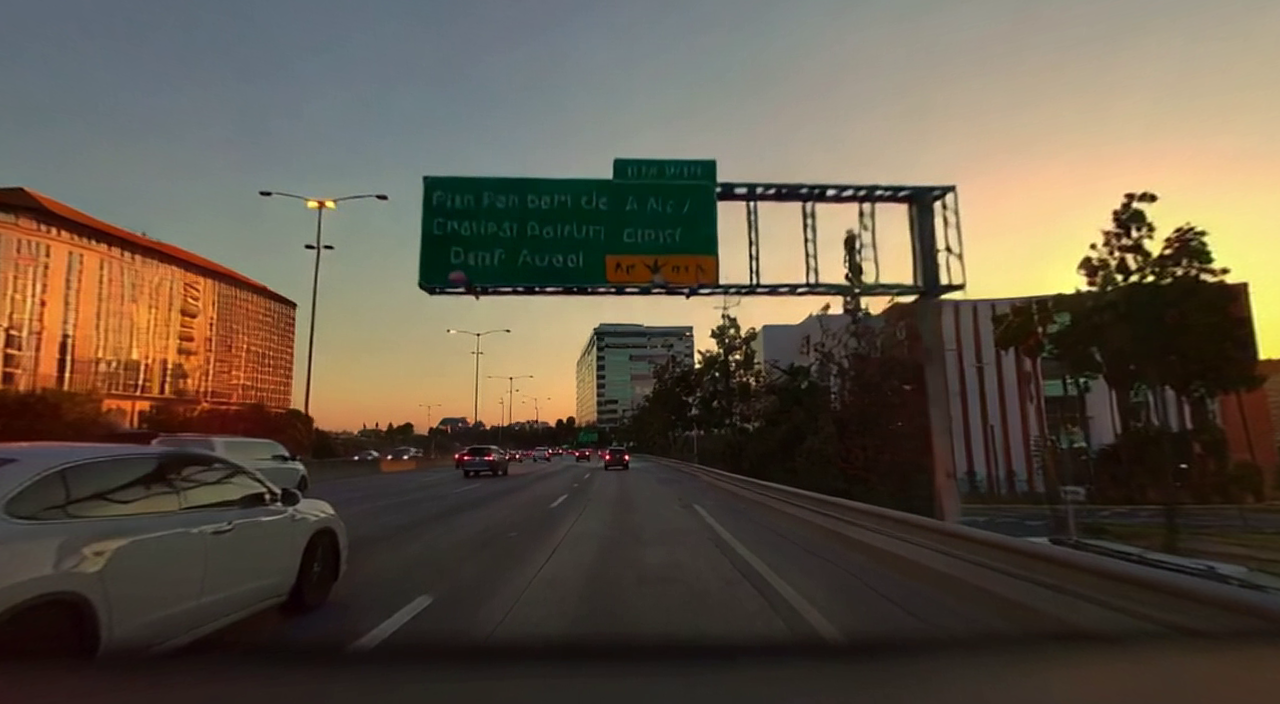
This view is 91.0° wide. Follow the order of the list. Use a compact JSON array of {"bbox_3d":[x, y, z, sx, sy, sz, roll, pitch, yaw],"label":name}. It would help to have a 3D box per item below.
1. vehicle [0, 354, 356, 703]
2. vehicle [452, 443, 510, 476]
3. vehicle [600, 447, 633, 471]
[{"bbox_3d":[-3.581,0.982,3.212,2.036,1.717,4.592,0,-9,1],"label":"vehicle"},{"bbox_3d":[-8.634,5.848,34.555,2.065,1.689,4.399,0,-9,-1],"label":"vehicle"},{"bbox_3d":[-1.632,7.383,43.631,2.110,1.501,4.319,0,-9,-2],"label":"vehicle"}]
